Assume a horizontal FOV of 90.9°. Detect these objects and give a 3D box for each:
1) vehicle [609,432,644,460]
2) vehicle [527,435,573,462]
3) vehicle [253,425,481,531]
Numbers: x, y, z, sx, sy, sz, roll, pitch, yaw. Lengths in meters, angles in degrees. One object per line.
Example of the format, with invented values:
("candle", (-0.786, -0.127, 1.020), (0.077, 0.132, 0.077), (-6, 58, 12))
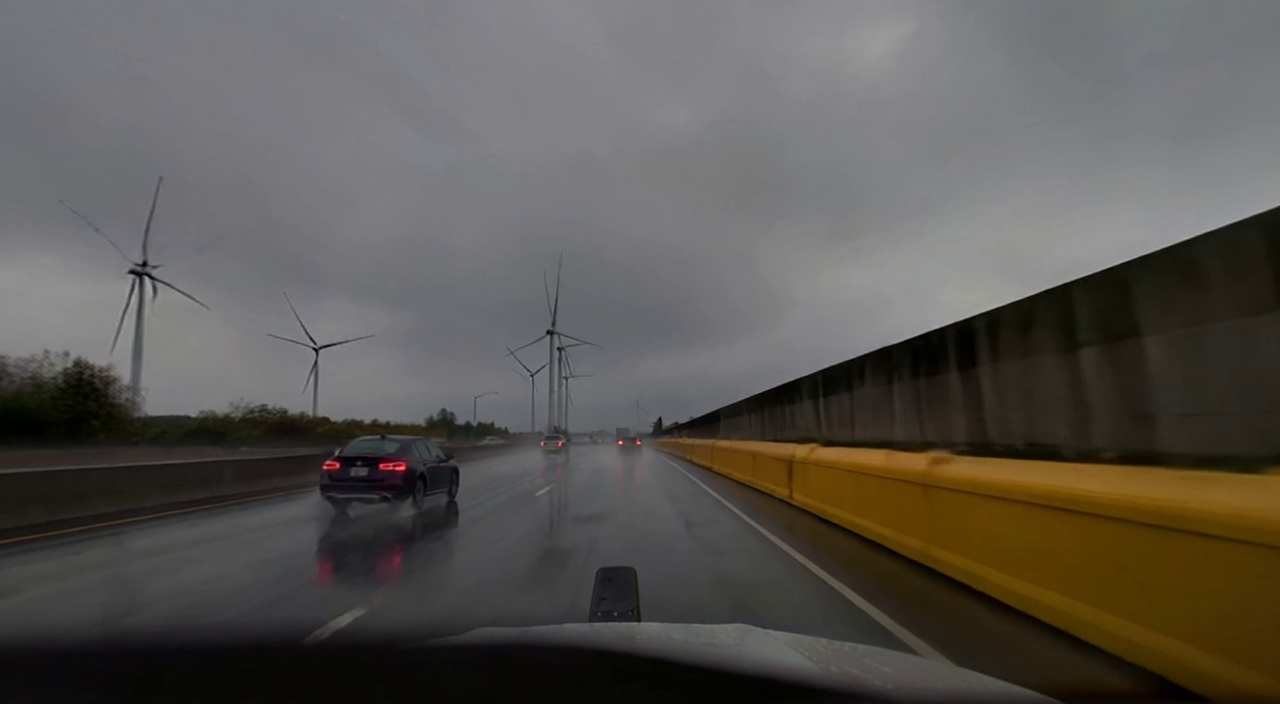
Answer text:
("vehicle", (-0.831, 5.687, 38.282), (2.027, 1.550, 3.607), (0, -8, -1))
("vehicle", (-4.958, 5.367, 35.284), (2.059, 1.436, 3.802), (0, -8, -1))
("vehicle", (-4.389, 2.075, 11.143), (1.998, 1.468, 4.635), (0, -8, -1))
